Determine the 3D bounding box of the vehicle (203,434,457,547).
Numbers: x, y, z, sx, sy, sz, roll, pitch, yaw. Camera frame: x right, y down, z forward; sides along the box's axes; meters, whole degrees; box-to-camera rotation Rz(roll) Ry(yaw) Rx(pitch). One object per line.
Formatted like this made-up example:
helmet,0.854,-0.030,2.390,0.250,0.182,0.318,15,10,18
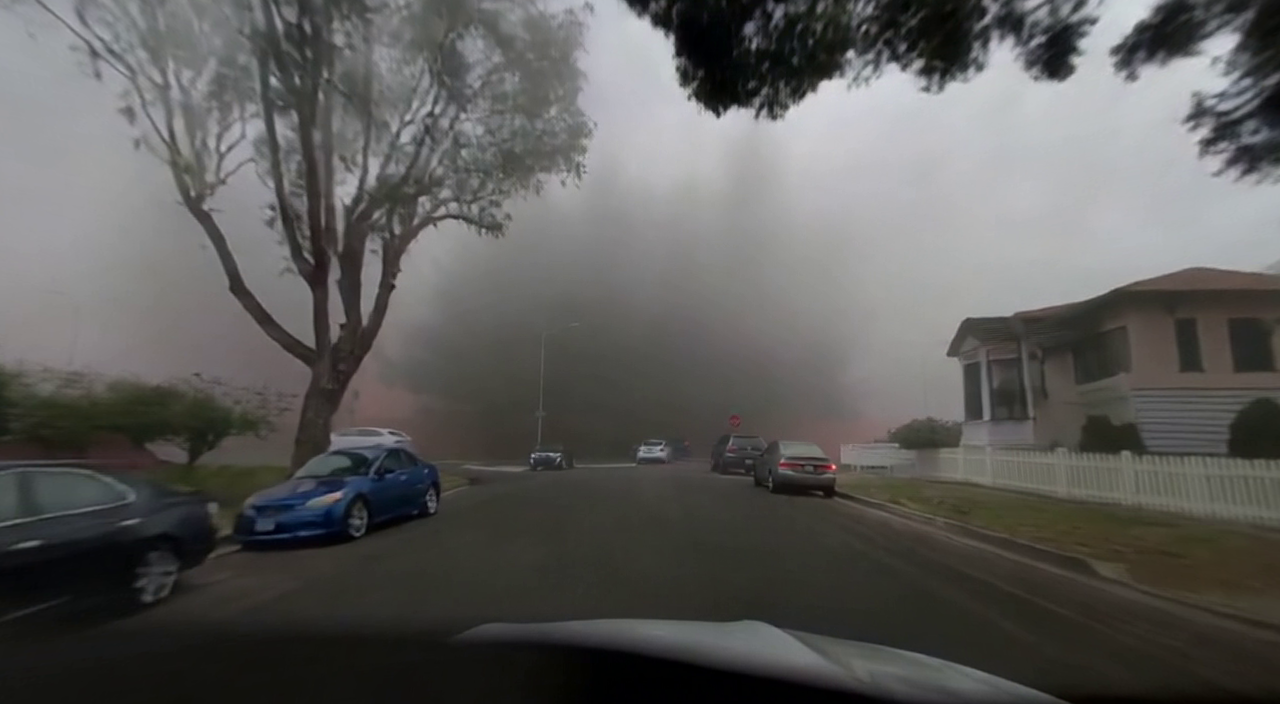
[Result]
vehicle,-4.841,2.199,10.763,1.909,1.492,4.615,0,-8,1

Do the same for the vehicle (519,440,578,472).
vehicle,-4.394,5.080,30.818,1.999,1.441,4.628,-1,-8,3

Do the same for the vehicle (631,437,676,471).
vehicle,0.619,4.936,30.505,2.010,1.499,4.107,0,-9,0

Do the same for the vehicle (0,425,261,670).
vehicle,-4.890,1.257,4.183,1.876,1.500,4.361,-1,-8,2

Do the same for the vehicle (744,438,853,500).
vehicle,4.229,3.181,17.510,1.876,1.477,4.324,0,-8,0

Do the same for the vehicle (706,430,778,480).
vehicle,4.017,4.118,25.368,2.144,1.751,4.472,2,-8,0
